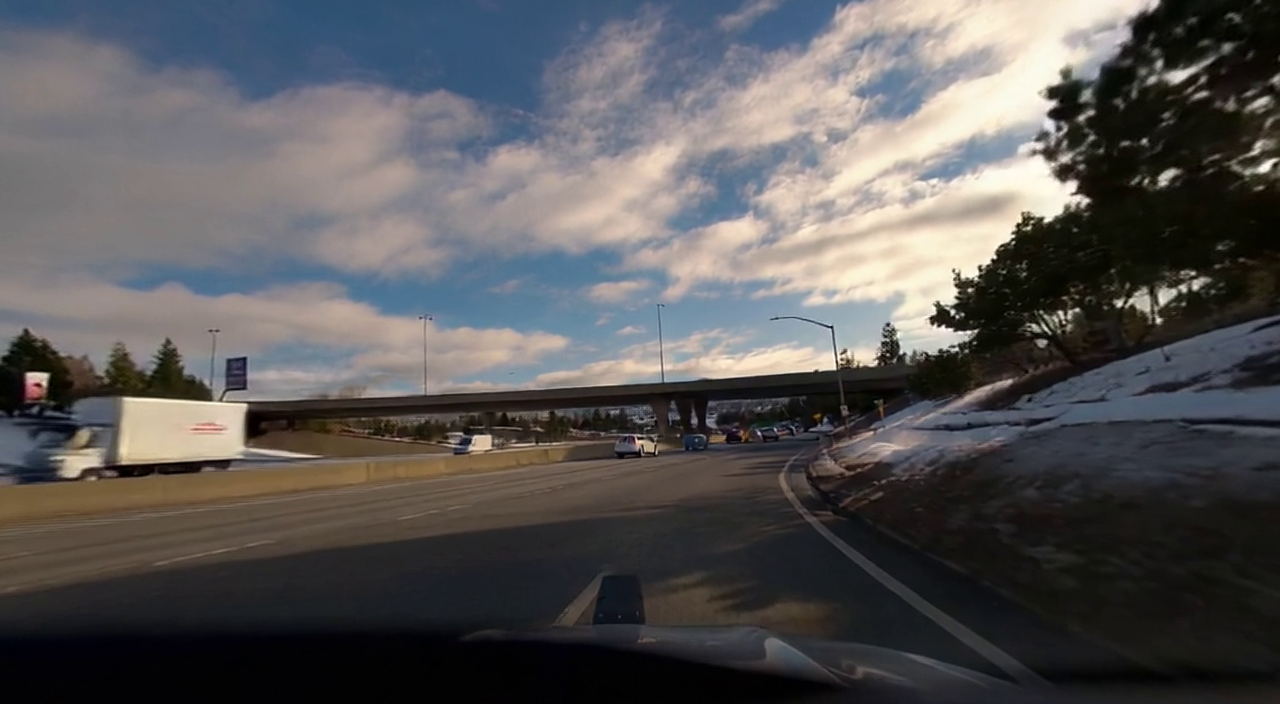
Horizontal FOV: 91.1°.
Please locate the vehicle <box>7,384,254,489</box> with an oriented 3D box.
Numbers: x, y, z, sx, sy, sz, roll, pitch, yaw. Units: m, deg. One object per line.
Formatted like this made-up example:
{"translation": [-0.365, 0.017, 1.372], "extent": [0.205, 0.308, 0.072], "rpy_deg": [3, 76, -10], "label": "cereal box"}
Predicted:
{"translation": [-20.495, 3.513, 26.034], "extent": [2.974, 3.663, 7.183], "rpy_deg": [-3, -8, 19], "label": "vehicle"}
